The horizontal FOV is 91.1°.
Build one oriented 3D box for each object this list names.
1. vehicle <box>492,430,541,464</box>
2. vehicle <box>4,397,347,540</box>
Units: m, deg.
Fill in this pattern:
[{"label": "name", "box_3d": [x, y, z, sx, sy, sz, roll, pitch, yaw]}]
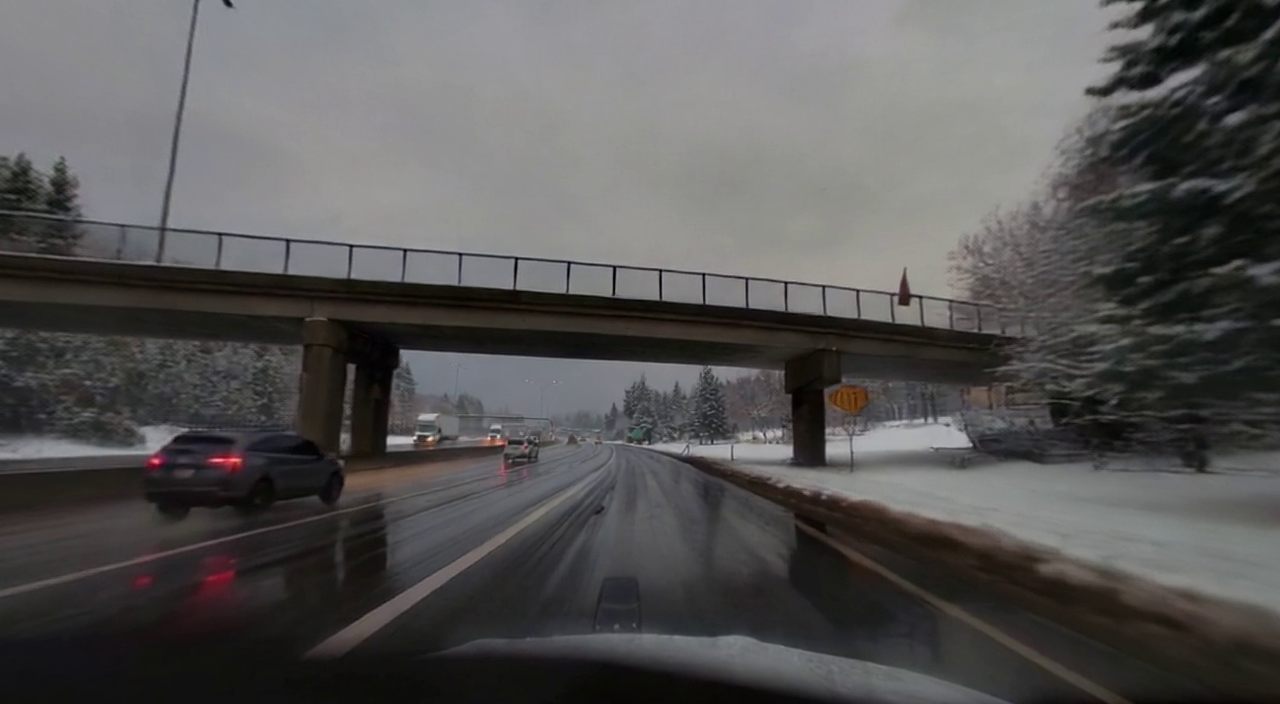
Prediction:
[{"label": "vehicle", "box_3d": [-7.319, 5.666, 37.657, 1.956, 1.888, 4.512, 0, -8, 1]}, {"label": "vehicle", "box_3d": [-7.355, 1.886, 10.867, 2.188, 1.896, 4.810, 0, -8, 1]}]
